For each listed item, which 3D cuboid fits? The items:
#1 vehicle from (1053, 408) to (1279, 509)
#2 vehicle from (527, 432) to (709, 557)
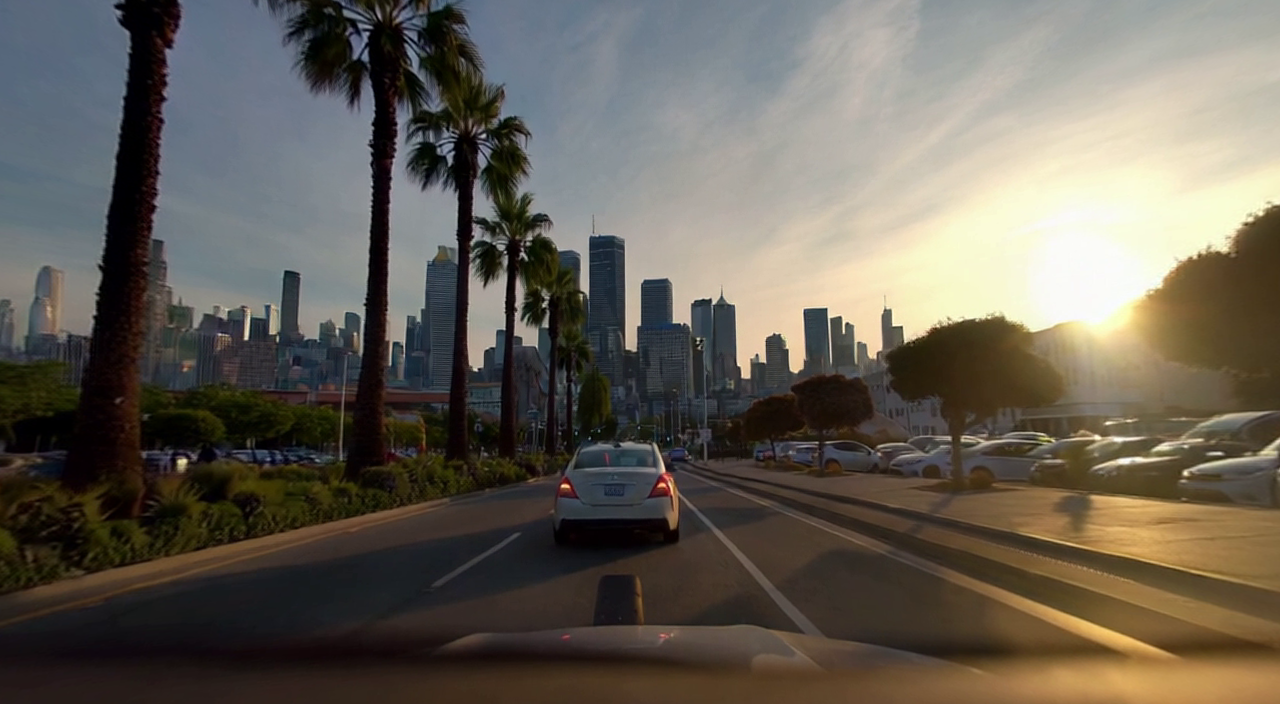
[{"bbox_3d":[12.905,2.332,14.187,5.301,1.962,2.431,-3,-8,4],"label":"vehicle"},{"bbox_3d":[-0.262,2.054,9.767,2.235,1.528,3.876,0,-9,0],"label":"vehicle"}]
